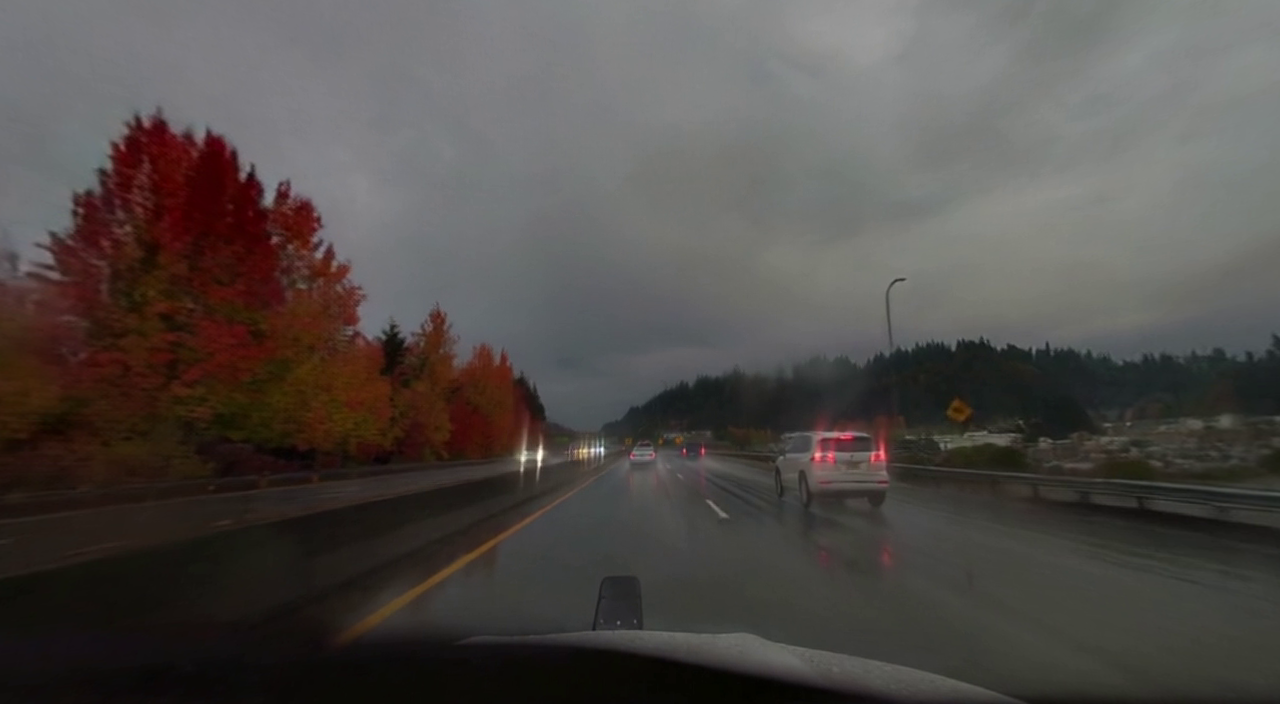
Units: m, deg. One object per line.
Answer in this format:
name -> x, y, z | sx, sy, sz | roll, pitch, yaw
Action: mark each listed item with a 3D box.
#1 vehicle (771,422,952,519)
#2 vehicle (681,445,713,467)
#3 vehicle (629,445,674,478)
vehicle -> 4.462, 2.484, 13.539 | 2.250, 1.718, 4.358 | 0, -9, 0
vehicle -> 4.055, 7.491, 45.244 | 1.959, 1.528, 4.207 | 0, -9, 0
vehicle -> 0.511, 5.221, 30.093 | 2.037, 1.418, 3.793 | 0, -9, 0
